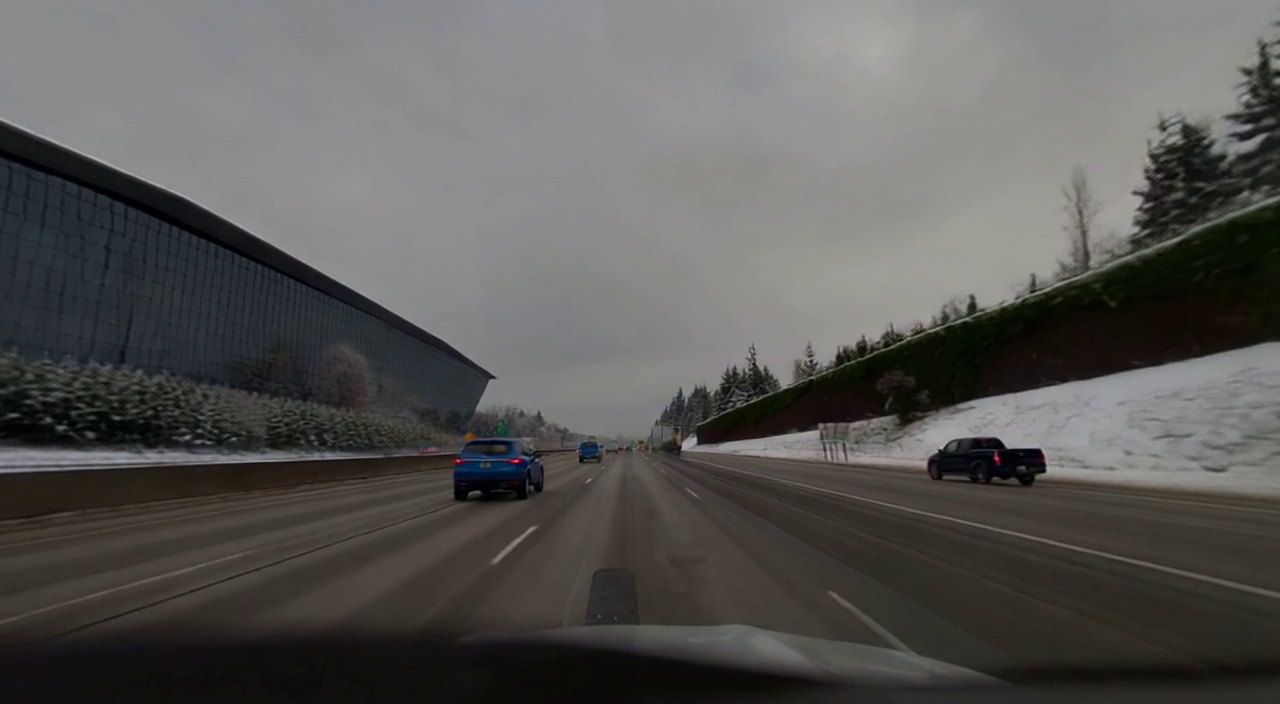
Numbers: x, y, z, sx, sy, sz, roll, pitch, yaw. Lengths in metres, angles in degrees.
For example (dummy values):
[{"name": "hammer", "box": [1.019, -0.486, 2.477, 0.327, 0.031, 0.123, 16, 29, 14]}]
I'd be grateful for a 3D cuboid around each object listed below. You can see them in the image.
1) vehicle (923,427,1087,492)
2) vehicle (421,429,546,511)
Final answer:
[{"name": "vehicle", "box": [11.347, 3.412, 20.234, 2.089, 1.787, 5.080, 0, -9, -2]}, {"name": "vehicle", "box": [-3.628, 2.822, 15.530, 2.039, 1.710, 4.237, 0, -9, -1]}]
